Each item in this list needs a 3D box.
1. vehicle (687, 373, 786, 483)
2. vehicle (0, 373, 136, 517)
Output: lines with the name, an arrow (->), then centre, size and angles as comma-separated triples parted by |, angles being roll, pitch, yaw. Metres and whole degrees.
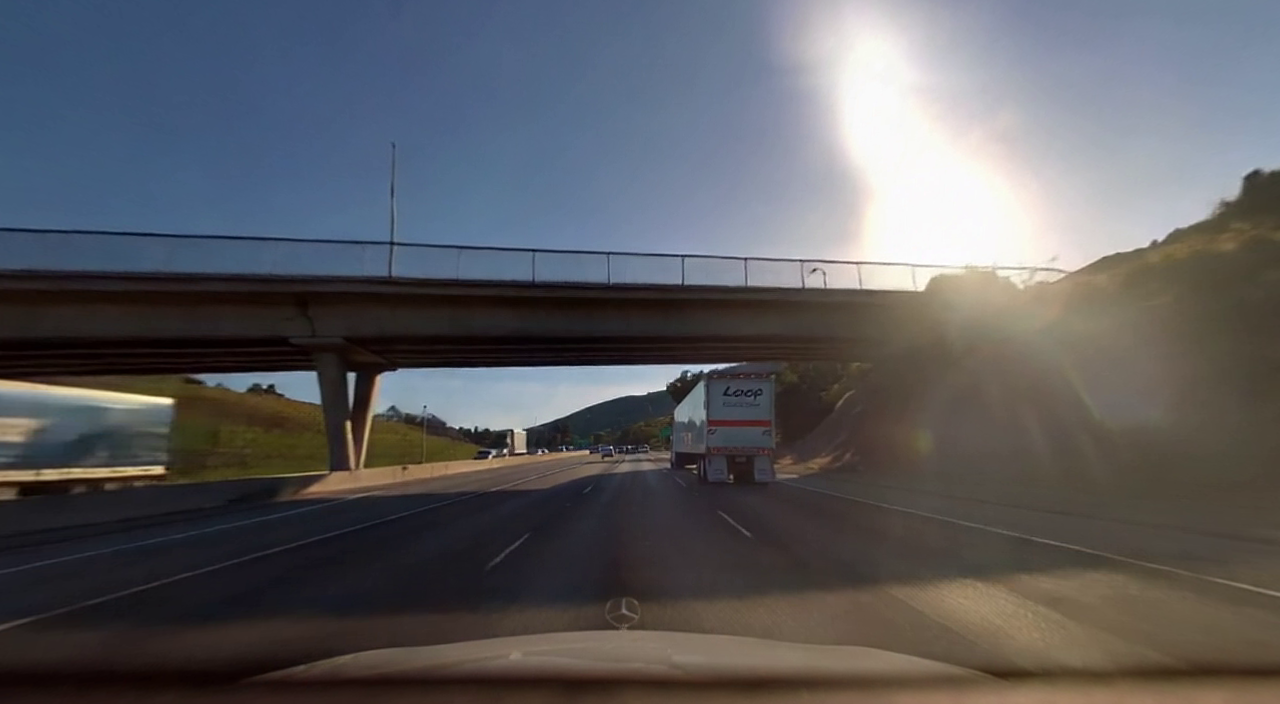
vehicle -> 3.816, 3.425, 27.279 | 2.885, 3.992, 8.526 | 0, -9, 0
vehicle -> -19.608, 2.276, 15.514 | 3.071, 4.011, 13.632 | 0, -9, 0
